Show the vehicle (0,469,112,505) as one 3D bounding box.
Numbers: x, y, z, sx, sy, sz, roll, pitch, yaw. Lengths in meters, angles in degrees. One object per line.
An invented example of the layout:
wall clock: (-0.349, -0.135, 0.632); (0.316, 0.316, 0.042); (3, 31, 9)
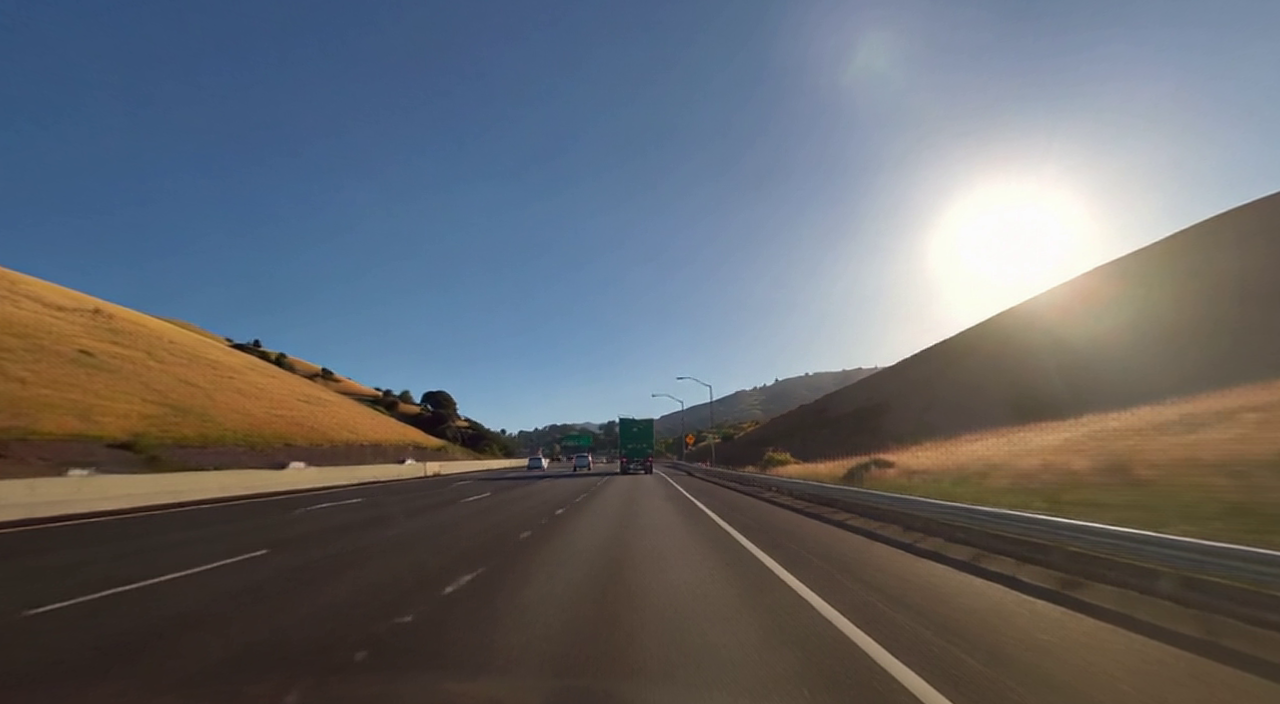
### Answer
vehicle: (-28.812, 6.546, 30.872); (1.848, 1.507, 4.500); (0, -9, 0)

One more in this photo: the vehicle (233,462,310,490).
vehicle: (-21.515, 7.236, 36.985); (1.804, 1.495, 4.335); (0, -9, 1)

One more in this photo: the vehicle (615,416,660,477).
vehicle: (-0.110, 7.353, 48.599); (3.039, 4.131, 11.822); (0, -9, 1)

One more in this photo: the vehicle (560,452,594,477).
vehicle: (-4.566, 8.228, 46.316); (2.053, 1.746, 4.508); (0, -9, -1)
